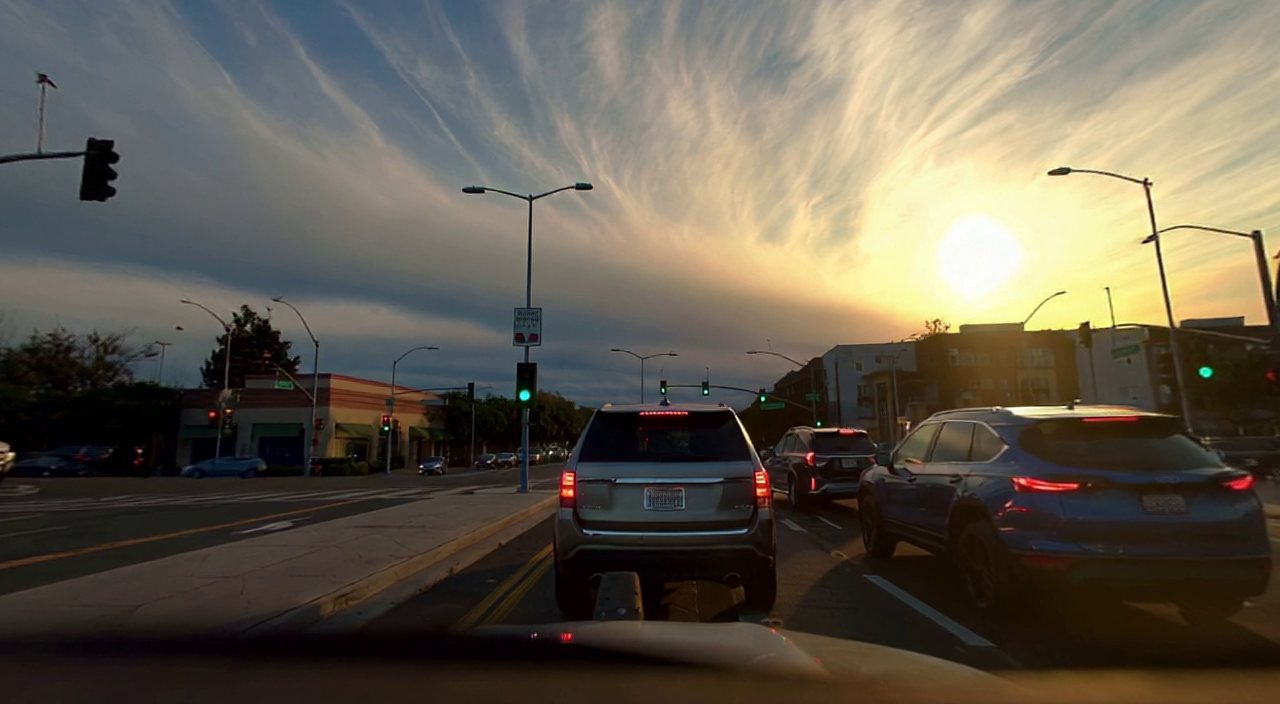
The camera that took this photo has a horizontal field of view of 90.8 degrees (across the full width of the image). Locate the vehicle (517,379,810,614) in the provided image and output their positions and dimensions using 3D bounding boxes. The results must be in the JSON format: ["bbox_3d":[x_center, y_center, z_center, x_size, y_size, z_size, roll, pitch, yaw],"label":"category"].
[{"bbox_3d":[0.228,1.470,7.258,2.292,1.840,4.394,0,-9,1],"label":"vehicle"}]

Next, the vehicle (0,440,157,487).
[{"bbox_3d":[-24.559,4.838,27.551,5.062,1.946,2.243,0,-9,-1],"label":"vehicle"}]

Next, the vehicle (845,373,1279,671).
[{"bbox_3d":[3.564,1.295,5.841,2.018,1.701,4.288,0,-9,2],"label":"vehicle"}]

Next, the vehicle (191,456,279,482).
[{"bbox_3d":[-24.889,7.177,38.980,4.255,1.444,1.864,4,-9,-24],"label":"vehicle"}]
